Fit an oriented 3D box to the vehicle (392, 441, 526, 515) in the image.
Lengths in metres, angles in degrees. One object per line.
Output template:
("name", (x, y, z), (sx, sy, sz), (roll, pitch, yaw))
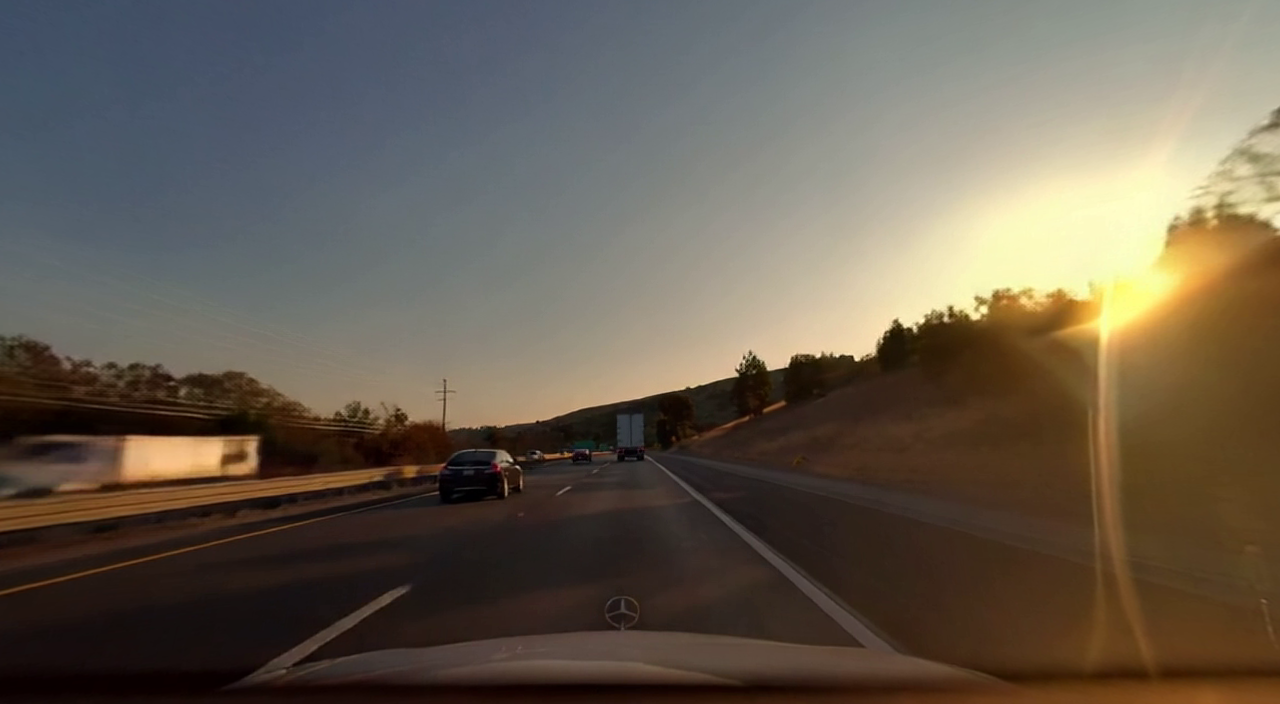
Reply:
("vehicle", (-4.140, 2.933, 15.198), (1.978, 1.507, 4.062), (0, -9, 0))
